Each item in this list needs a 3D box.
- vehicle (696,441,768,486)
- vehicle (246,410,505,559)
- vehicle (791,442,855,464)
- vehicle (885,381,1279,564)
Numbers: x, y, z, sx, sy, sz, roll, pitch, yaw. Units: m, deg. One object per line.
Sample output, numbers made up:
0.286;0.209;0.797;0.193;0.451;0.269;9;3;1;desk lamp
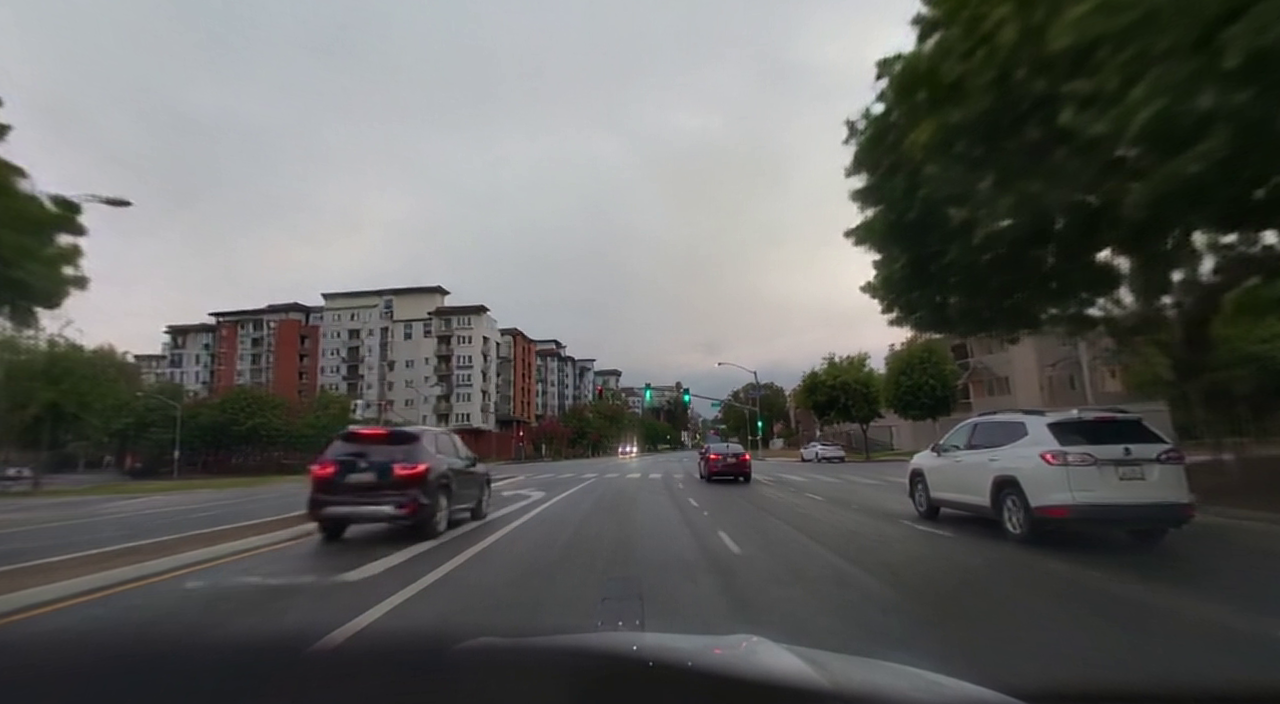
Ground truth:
3.279;4.088;23.456;2.003;1.480;4.494;0;-9;0;vehicle
-3.536;1.861;9.531;2.065;1.716;4.265;0;-9;-1;vehicle
13.697;7.577;47.451;2.051;1.589;4.135;8;-12;-43;vehicle
6.217;1.760;9.938;2.427;2.017;5.763;0;-9;0;vehicle
